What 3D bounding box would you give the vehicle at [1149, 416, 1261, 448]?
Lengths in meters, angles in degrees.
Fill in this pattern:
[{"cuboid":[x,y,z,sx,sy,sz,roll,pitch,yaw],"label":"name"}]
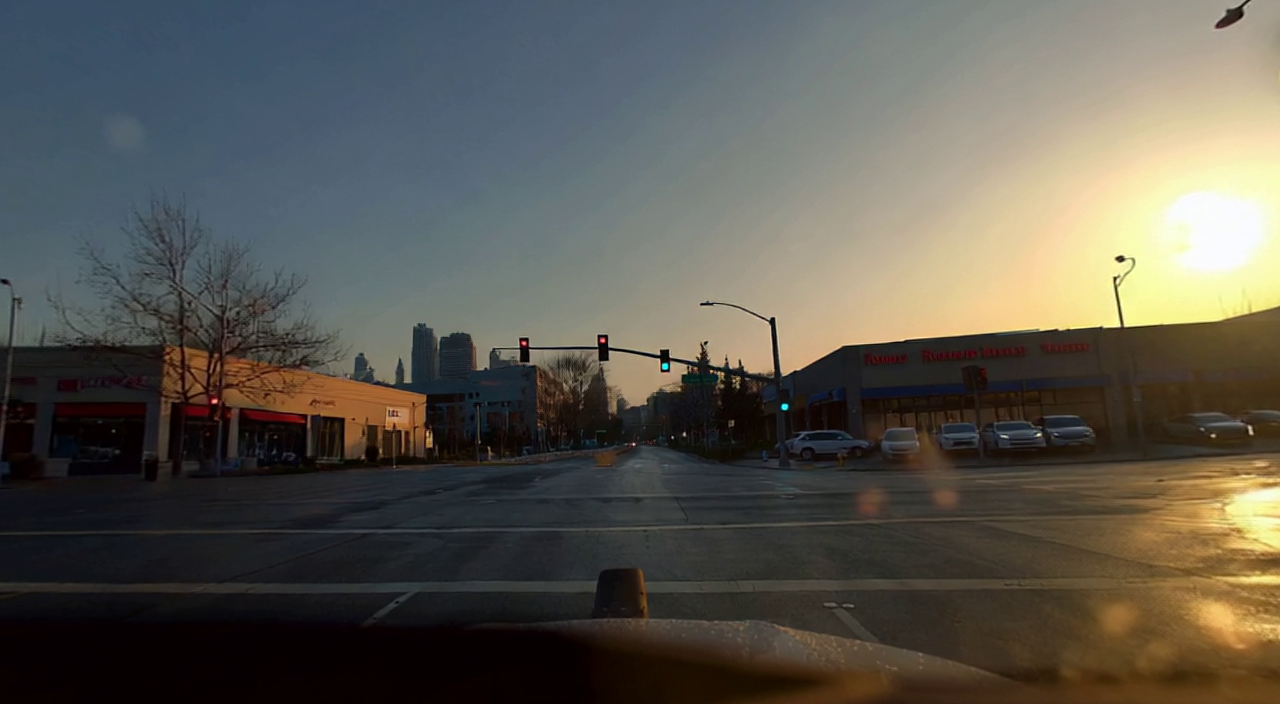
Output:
[{"cuboid":[28.267,4.073,31.724,1.799,1.459,4.266,0,-8,3],"label":"vehicle"}]
